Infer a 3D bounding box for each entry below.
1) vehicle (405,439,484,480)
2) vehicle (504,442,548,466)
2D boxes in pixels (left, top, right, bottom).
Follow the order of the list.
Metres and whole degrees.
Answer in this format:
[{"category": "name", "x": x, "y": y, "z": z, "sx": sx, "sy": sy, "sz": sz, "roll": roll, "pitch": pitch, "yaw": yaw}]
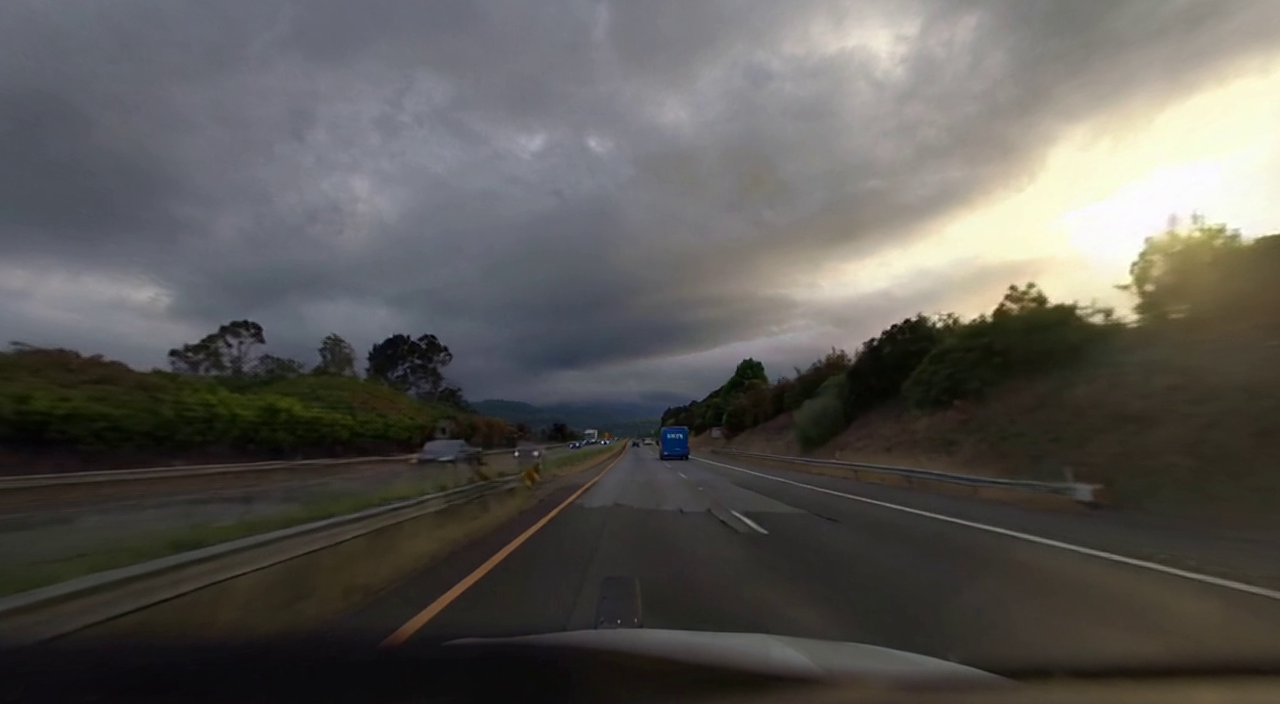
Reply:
[{"category": "vehicle", "x": -7.825, "y": 4.336, "z": 25.592, "sx": 1.879, "sy": 1.486, "sz": 4.259, "roll": 0, "pitch": -9, "yaw": 0}, {"category": "vehicle", "x": -7.296, "y": 6.584, "z": 40.694, "sx": 1.904, "sy": 1.463, "sz": 4.630, "roll": 0, "pitch": -9, "yaw": 1}]
